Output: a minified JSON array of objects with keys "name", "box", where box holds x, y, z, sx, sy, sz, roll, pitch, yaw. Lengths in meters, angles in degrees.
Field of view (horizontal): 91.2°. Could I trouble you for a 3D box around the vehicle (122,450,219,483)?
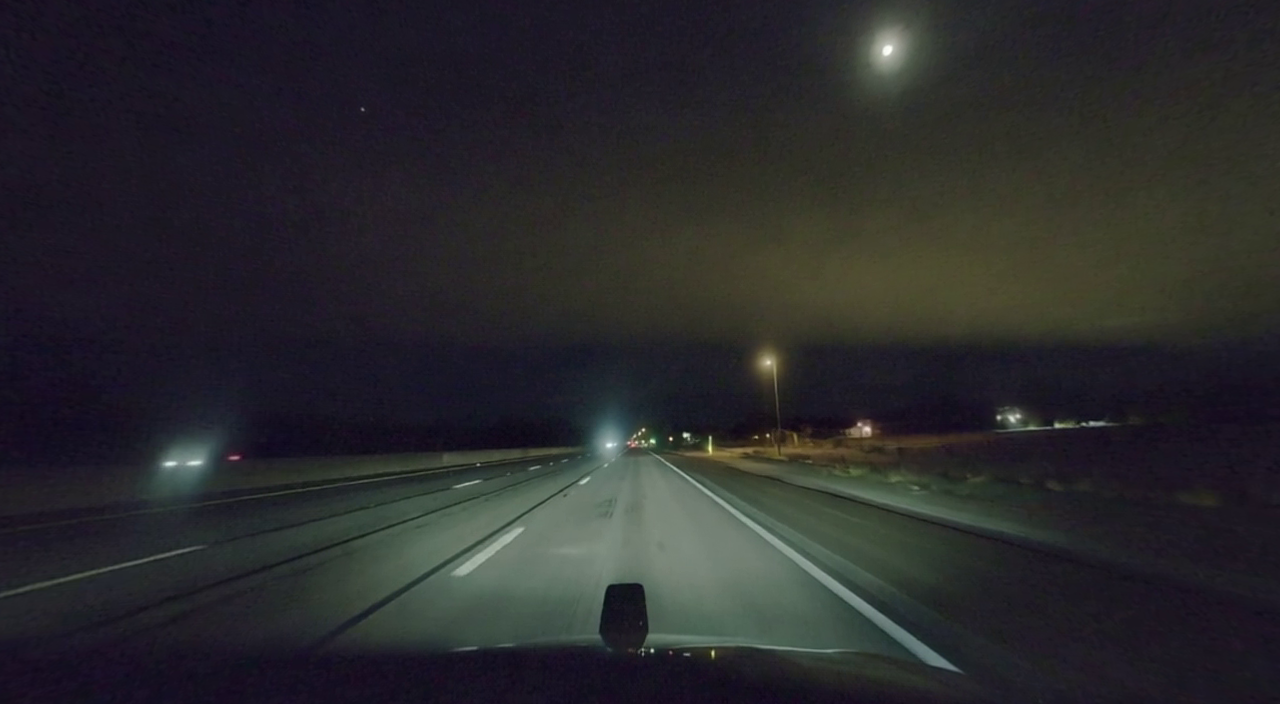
[{"name":"vehicle","box":[-23.877,5.817,32.102,1.797,1.517,4.021,0,-8,0]}]
